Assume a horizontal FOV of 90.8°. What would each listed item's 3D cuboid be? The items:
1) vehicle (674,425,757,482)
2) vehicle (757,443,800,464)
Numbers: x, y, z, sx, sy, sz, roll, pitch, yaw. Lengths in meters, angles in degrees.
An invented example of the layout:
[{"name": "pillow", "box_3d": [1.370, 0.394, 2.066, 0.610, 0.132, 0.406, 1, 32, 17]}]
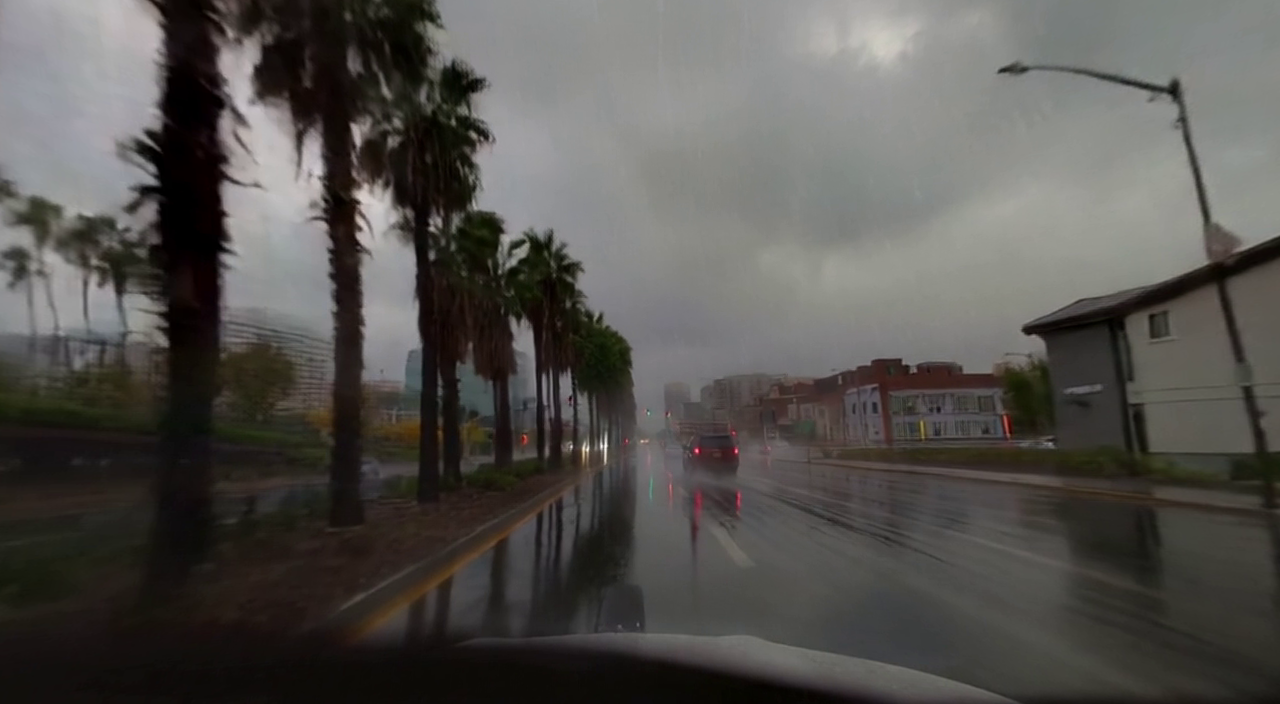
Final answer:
[{"name": "vehicle", "box_3d": [2.835, 4.031, 25.291, 2.559, 2.017, 5.562, 0, -9, -1]}, {"name": "vehicle", "box_3d": [10.101, 7.448, 46.509, 1.989, 1.472, 5.054, 0, -9, -1]}]
